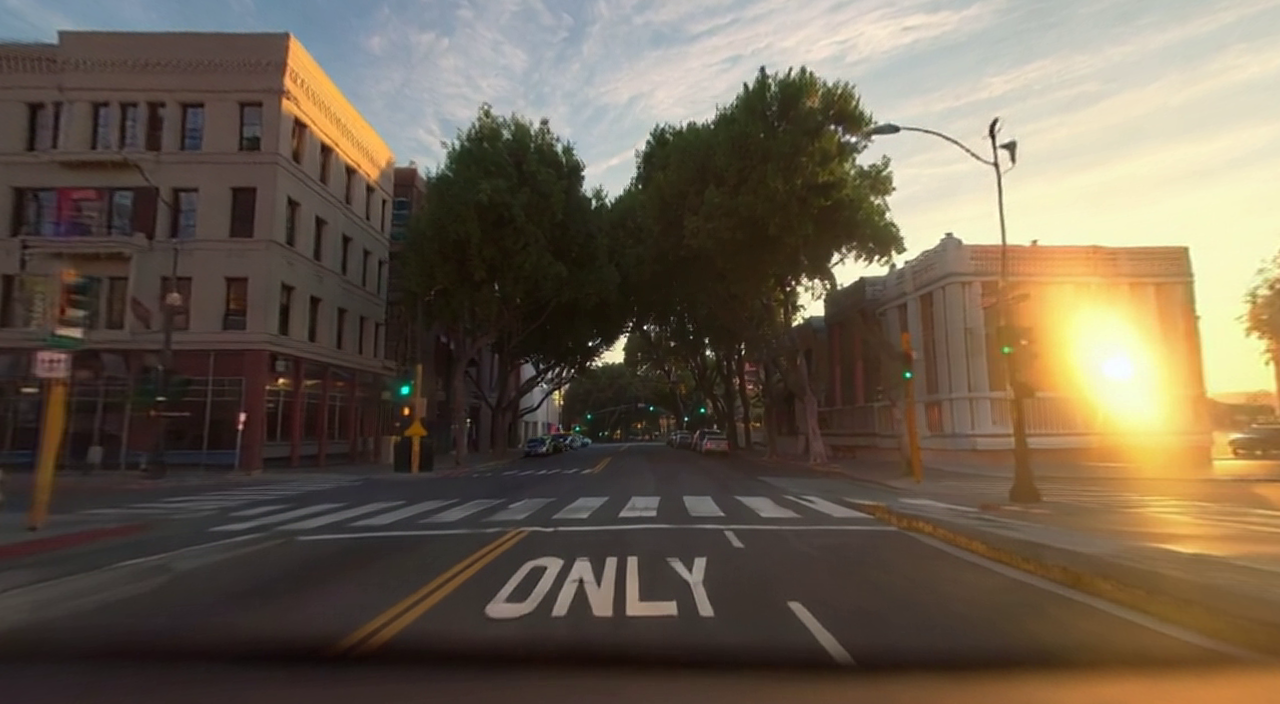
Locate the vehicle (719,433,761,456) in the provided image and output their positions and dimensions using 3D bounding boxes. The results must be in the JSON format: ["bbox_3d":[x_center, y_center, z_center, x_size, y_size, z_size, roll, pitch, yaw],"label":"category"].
[{"bbox_3d":[6.851,6.392,43.522,1.997,1.510,4.455,0,-8,-2],"label":"vehicle"}]

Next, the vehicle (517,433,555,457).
[{"bbox_3d":[-7.318,6.585,44.646,2.127,1.533,4.547,-1,-8,-3],"label":"vehicle"}]
